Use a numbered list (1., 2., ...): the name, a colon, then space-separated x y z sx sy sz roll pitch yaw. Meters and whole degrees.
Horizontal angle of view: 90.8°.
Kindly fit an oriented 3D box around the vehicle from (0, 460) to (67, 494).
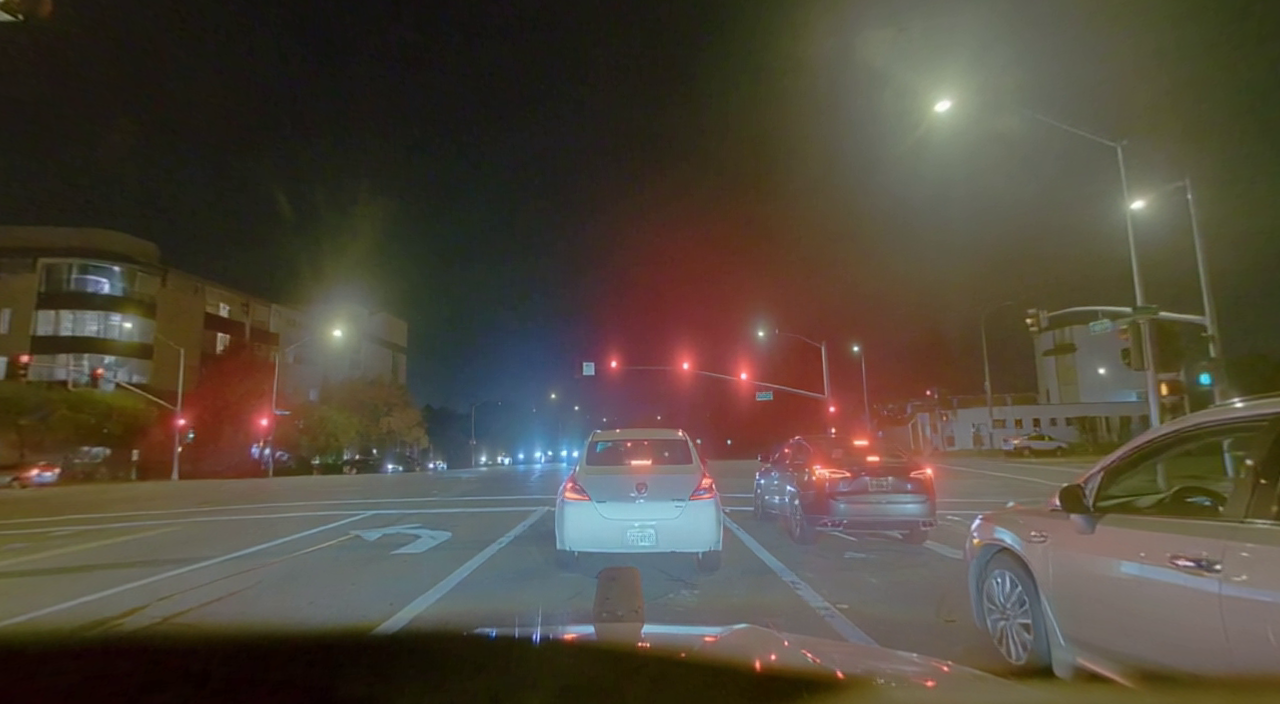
1. vehicle: -36.821 7.298 37.103 4.448 1.837 2.021 -1 -9 4

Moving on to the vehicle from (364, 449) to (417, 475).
1. vehicle: -18.747 8.260 47.655 2.026 1.836 4.726 0 -8 0

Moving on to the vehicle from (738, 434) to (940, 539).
1. vehicle: 3.147 2.220 11.138 2.001 1.463 4.398 0 -8 -2

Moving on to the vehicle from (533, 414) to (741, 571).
1. vehicle: -0.081 1.780 8.747 2.188 1.637 4.027 0 -8 -1

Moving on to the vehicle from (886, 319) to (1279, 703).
1. vehicle: 2.991 0.869 2.660 2.103 1.701 4.294 0 -8 -1
